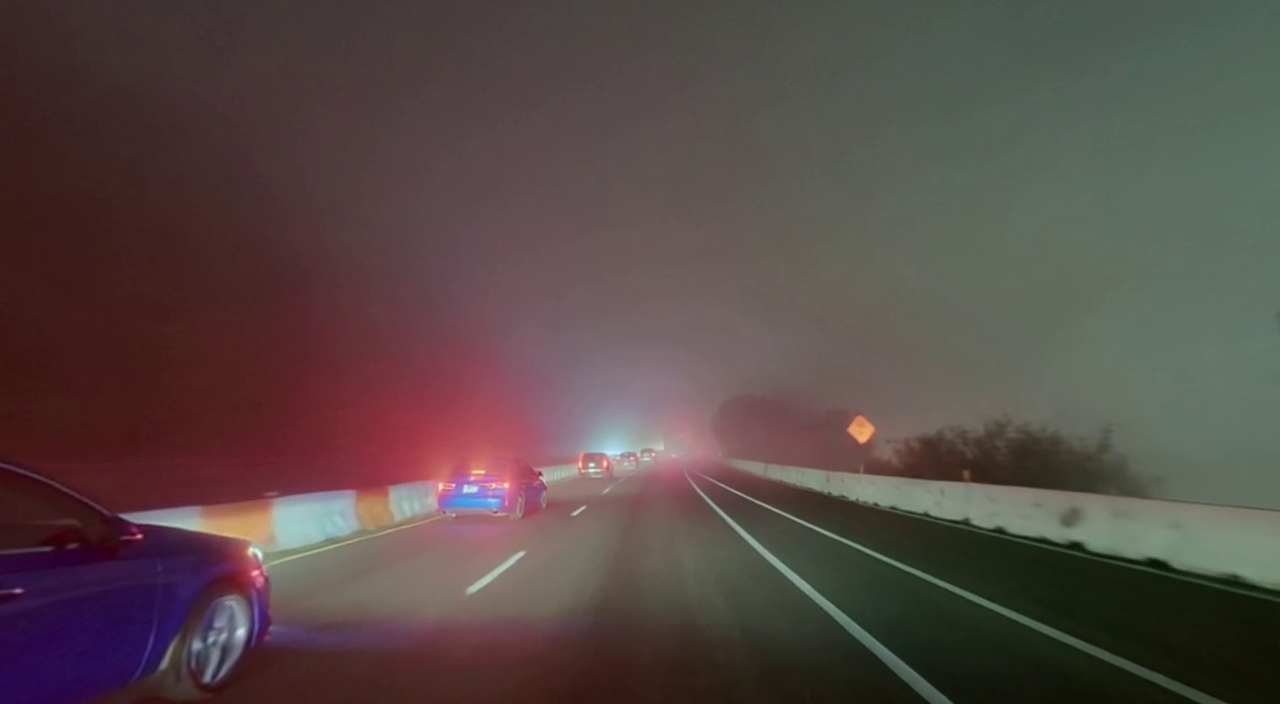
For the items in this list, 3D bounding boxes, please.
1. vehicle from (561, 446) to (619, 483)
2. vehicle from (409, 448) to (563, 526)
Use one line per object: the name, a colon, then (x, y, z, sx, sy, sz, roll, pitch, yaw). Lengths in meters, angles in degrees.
vehicle: (-2.108, 4.924, 27.694, 2.094, 1.480, 4.124, 0, -9, 2)
vehicle: (-2.913, 2.655, 12.931, 2.061, 1.330, 3.928, 0, -9, 2)
